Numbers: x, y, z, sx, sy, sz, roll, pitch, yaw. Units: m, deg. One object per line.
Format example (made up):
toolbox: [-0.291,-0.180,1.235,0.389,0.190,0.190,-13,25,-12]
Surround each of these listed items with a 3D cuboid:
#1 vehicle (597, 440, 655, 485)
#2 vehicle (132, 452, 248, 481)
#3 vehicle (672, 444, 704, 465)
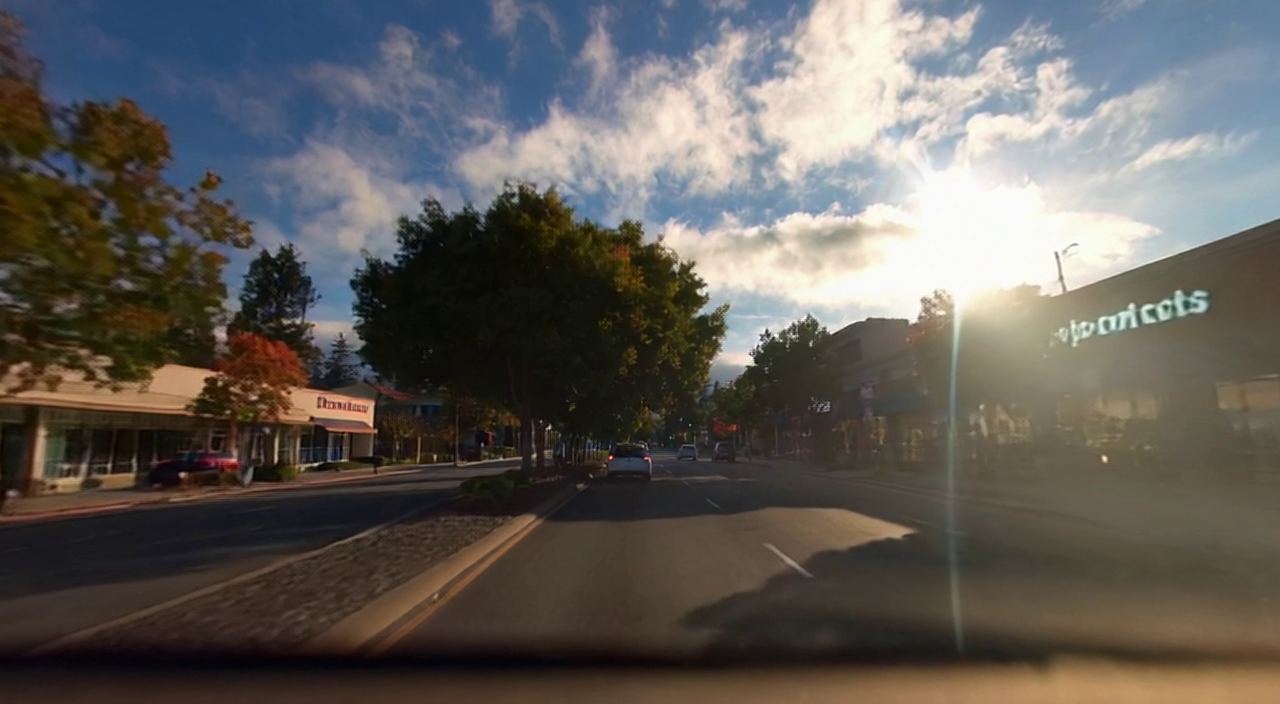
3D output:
vehicle: [-0.503,4.051,23.408,2.006,1.487,3.535,0,-9,-1]
vehicle: [-23.208,5.911,32.745,4.472,1.412,1.891,0,-9,-3]
vehicle: [3.497,7.545,46.663,1.910,1.474,4.003,0,-9,-2]
